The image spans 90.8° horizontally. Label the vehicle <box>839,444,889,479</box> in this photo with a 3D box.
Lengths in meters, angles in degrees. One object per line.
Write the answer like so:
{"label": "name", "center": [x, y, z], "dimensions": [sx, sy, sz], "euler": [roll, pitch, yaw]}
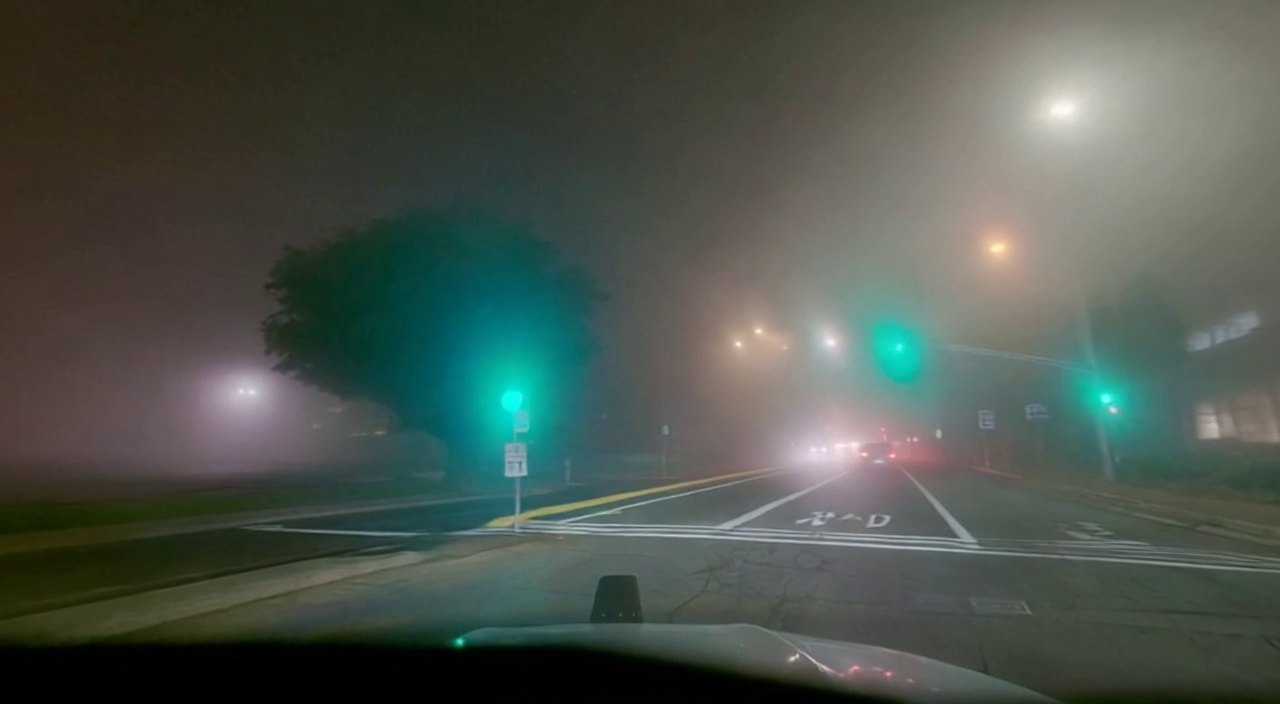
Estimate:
{"label": "vehicle", "center": [11.625, 5.594, 32.614], "dimensions": [2.218, 1.657, 4.551], "euler": [-3, -9, 21]}
